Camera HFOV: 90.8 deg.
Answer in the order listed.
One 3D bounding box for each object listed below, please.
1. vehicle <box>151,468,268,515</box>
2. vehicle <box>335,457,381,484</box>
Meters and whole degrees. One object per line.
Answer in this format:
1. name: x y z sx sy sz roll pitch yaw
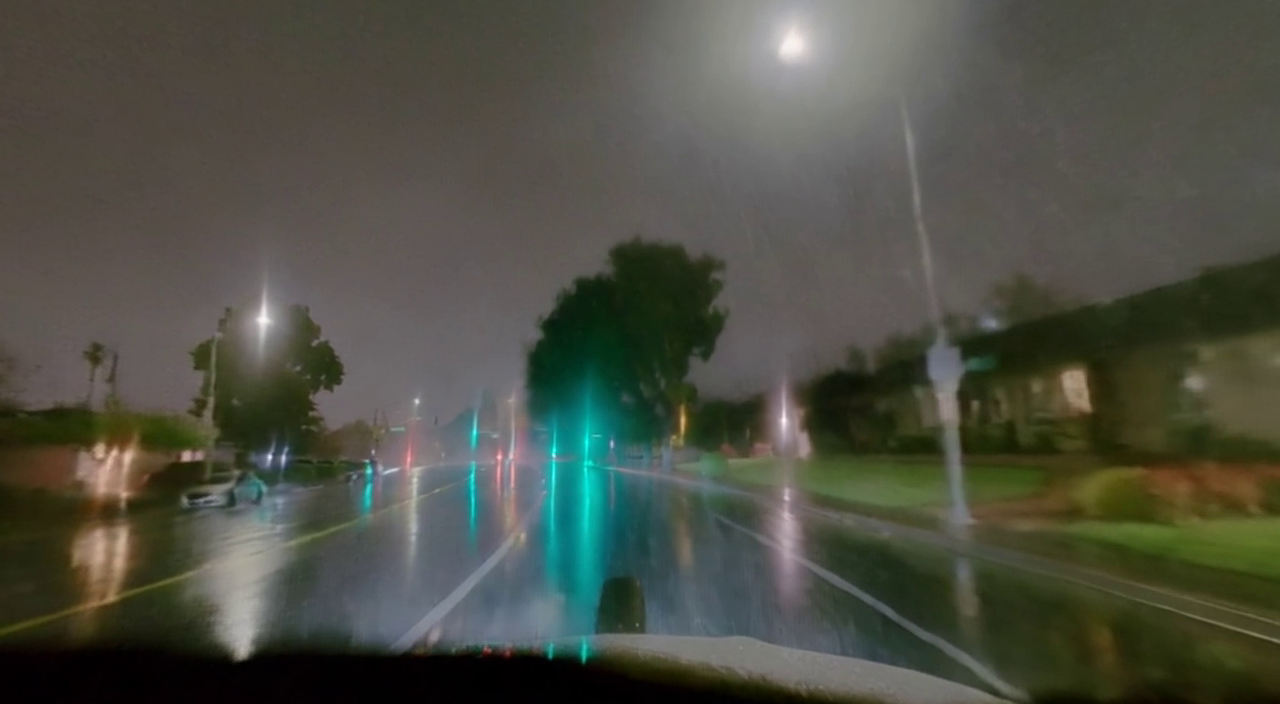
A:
1. vehicle: -16.528 5.334 24.604 1.911 1.436 4.554 1 -9 -9
2. vehicle: -20.940 8.810 47.107 2.029 1.726 5.366 -3 -9 -12
